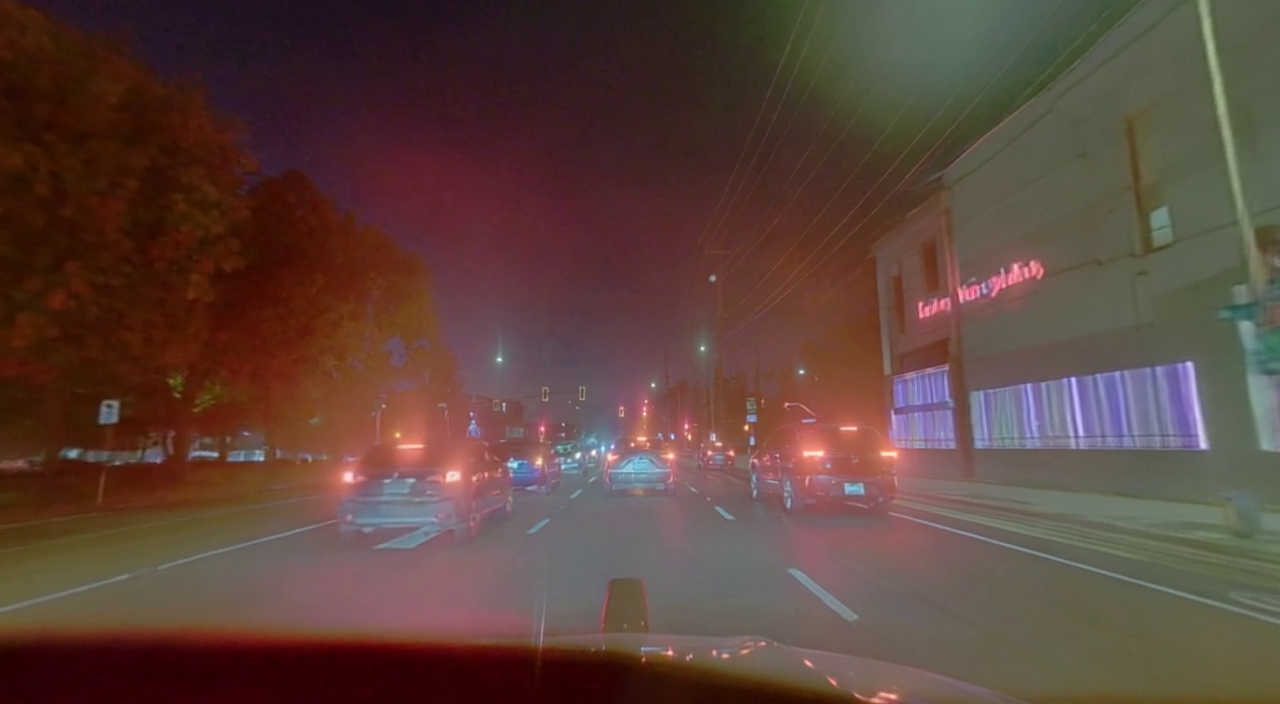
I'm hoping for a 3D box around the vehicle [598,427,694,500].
[{"bbox_3d":[0.124,2.877,16.589,2.200,1.653,4.127,0,-8,0],"label":"vehicle"}]

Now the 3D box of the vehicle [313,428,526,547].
[{"bbox_3d":[-3.214,2.061,10.353,2.104,1.488,4.546,0,-8,-4],"label":"vehicle"}]

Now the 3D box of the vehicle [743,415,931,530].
[{"bbox_3d":[3.365,2.166,11.873,2.024,1.711,4.512,0,-8,-1],"label":"vehicle"}]

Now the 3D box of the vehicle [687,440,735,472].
[{"bbox_3d":[3.571,5.285,32.208,1.880,1.503,4.130,0,-8,-1],"label":"vehicle"}]
